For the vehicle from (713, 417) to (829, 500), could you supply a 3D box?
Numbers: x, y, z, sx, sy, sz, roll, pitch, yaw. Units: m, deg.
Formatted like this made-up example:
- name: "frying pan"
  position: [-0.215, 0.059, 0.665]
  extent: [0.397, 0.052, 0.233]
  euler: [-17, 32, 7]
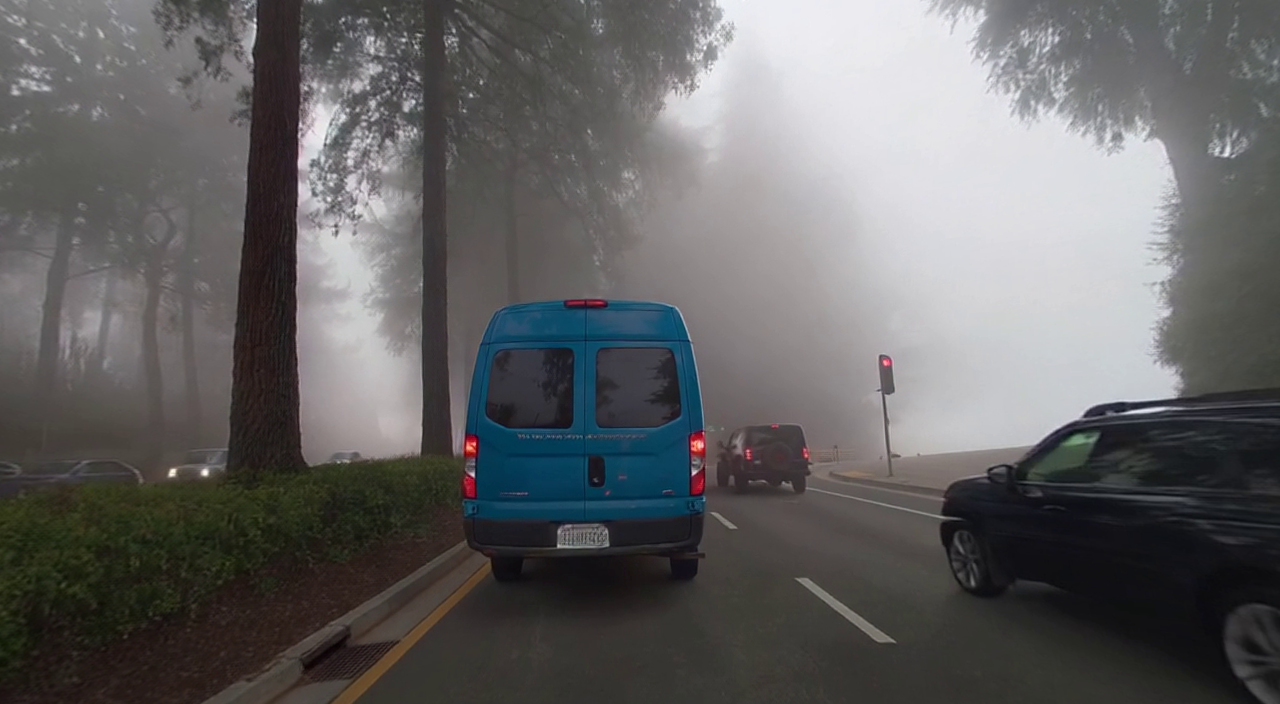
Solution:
- name: "vehicle"
  position: [3.249, 2.741, 16.546]
  extent: [1.988, 1.873, 3.968]
  euler: [0, -9, -3]

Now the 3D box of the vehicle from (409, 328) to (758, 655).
- name: "vehicle"
  position: [-0.348, 1.174, 6.170]
  extent: [2.145, 2.046, 4.309]
  euler: [0, -9, 0]

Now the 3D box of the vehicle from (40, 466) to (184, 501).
- name: "vehicle"
  position: [-24.371, 6.067, 29.306]
  extent: [4.726, 1.456, 1.873]
  euler: [1, -9, -8]

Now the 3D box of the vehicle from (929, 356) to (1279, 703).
- name: "vehicle"
  position: [4.101, 1.041, 4.198]
  extent: [2.024, 1.692, 4.696]
  euler: [0, -8, -2]
